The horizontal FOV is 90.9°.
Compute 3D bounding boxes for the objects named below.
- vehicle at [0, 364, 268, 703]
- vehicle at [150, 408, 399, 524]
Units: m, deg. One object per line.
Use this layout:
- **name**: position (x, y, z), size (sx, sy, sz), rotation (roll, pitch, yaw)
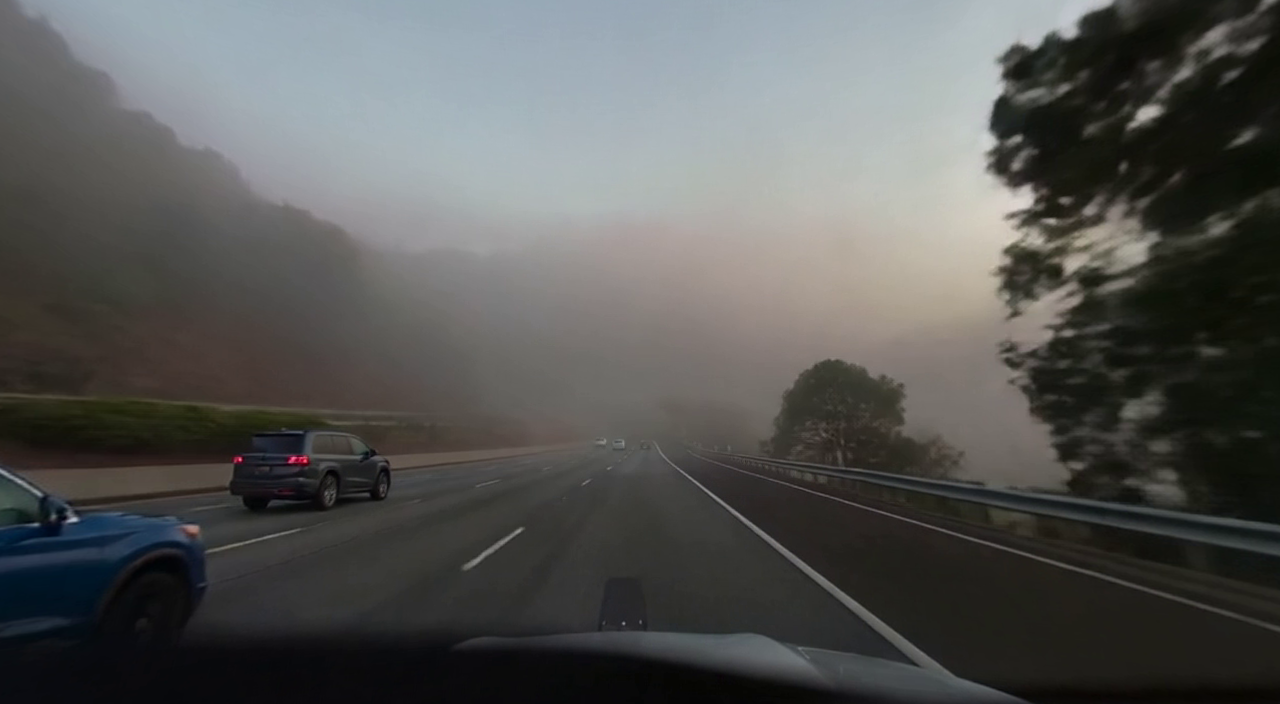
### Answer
- **vehicle**: position (-3.712, 0.847, 2.374), size (1.983, 1.663, 4.290), rotation (0, -9, 0)
- **vehicle**: position (-7.120, 2.291, 13.144), size (2.151, 1.925, 4.945), rotation (0, -9, 1)
